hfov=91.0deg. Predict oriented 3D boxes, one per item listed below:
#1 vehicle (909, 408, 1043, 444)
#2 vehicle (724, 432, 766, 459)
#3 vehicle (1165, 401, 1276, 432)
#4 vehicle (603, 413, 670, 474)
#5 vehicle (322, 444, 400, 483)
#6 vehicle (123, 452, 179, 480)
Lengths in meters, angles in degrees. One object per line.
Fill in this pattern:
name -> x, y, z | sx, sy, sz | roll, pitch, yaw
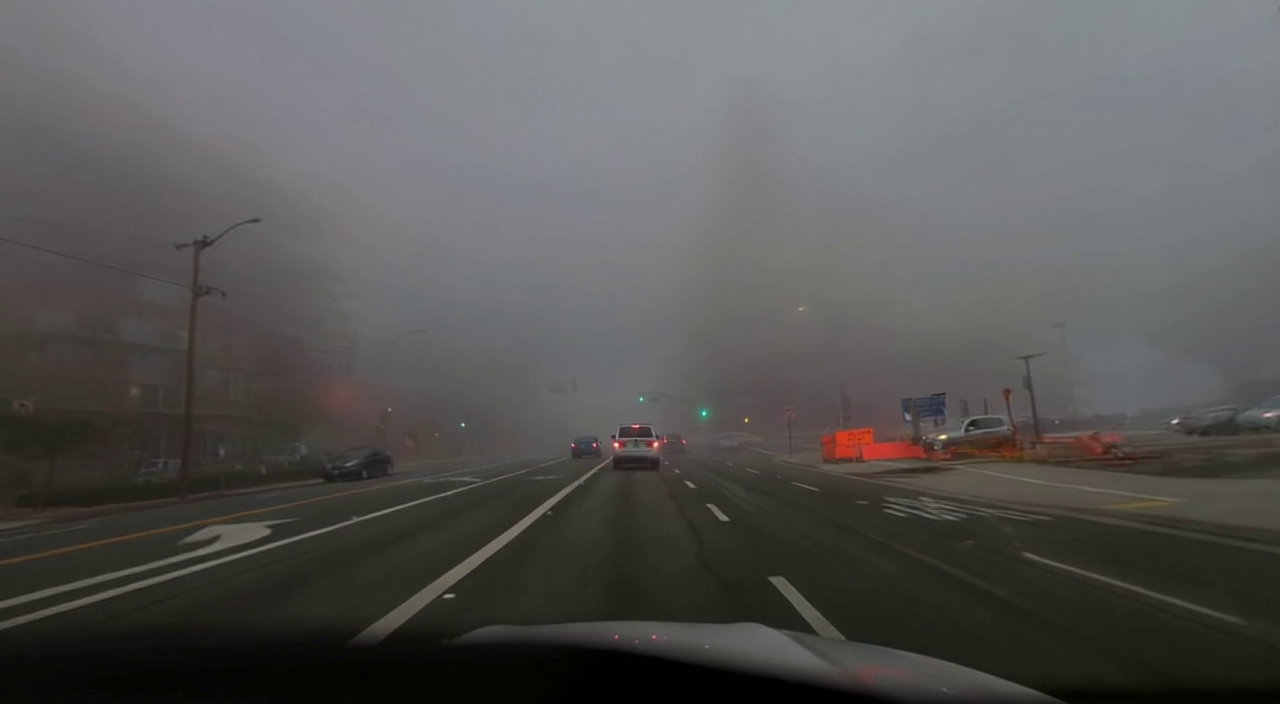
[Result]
vehicle -> 14.957, 3.371, 28.139 | 4.986, 1.467, 2.025 | -6, -10, 34
vehicle -> 6.327, 5.592, 37.616 | 2.145, 1.503, 4.267 | -2, -9, 13
vehicle -> 31.008, 3.506, 33.829 | 1.810, 1.448, 4.550 | -1, -8, 4
vehicle -> -0.183, 3.649, 24.983 | 2.350, 2.122, 5.801 | 0, -8, -1
vehicle -> -12.839, 5.112, 29.213 | 1.887, 1.536, 4.088 | -4, -8, -2
vehicle -> -33.236, 7.678, 42.743 | 4.692, 1.720, 1.941 | -7, -11, 40
